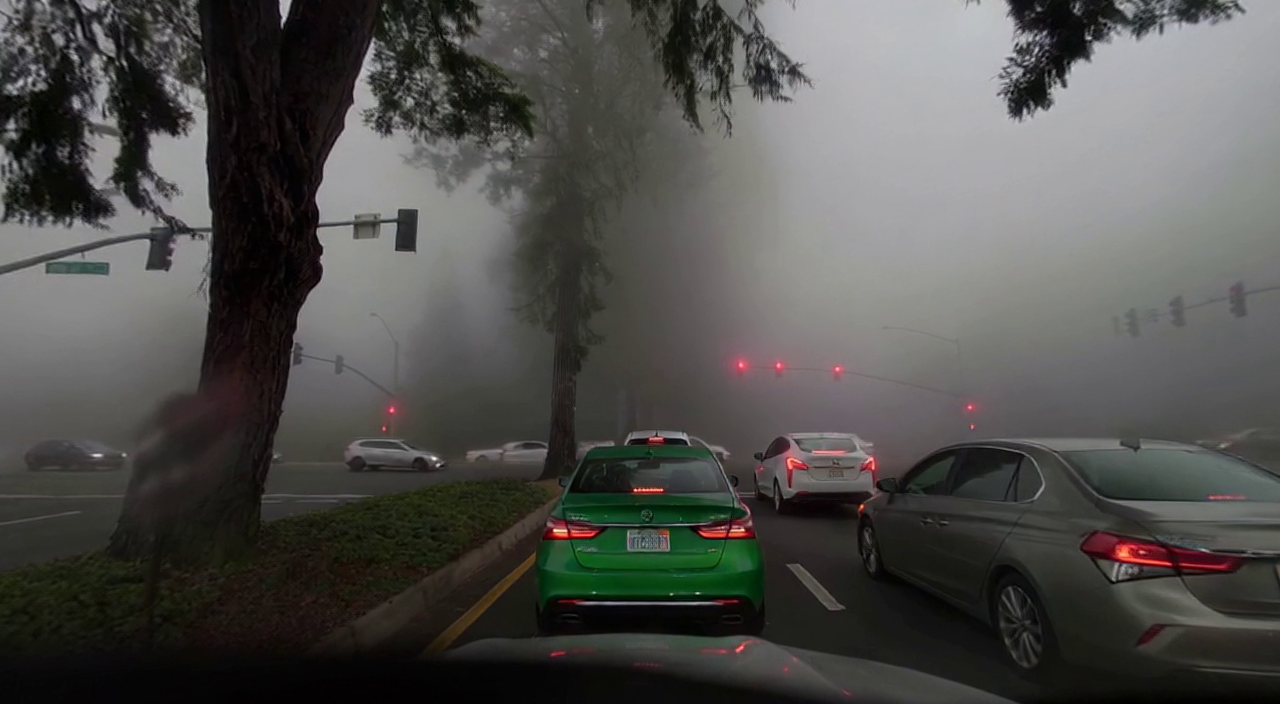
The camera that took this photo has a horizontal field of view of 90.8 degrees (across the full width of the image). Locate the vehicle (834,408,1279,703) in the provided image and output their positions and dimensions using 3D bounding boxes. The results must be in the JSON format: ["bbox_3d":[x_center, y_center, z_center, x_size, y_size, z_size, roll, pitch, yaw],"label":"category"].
[{"bbox_3d":[3.106,1.301,4.842,1.861,1.479,4.371,0,-9,0],"label":"vehicle"}]

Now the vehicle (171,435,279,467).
[{"bbox_3d":[-21.810,5.227,33.331,4.416,1.597,1.887,-1,-9,4],"label":"vehicle"}]

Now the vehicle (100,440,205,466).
[{"bbox_3d":[-28.688,5.959,37.243,4.615,1.463,2.016,-1,-9,5],"label":"vehicle"}]

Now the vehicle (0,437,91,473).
[{"bbox_3d":[-29.782,4.988,30.734,4.517,1.637,1.935,-1,-9,7],"label":"vehicle"}]

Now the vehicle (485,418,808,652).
[{"bbox_3d":[0.036,1.471,6.143,2.026,1.458,4.175,0,-9,0],"label":"vehicle"}]

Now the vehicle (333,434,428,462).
[{"bbox_3d":[-15.287,5.656,37.405,4.754,1.583,1.954,1,-9,-7],"label":"vehicle"}]
